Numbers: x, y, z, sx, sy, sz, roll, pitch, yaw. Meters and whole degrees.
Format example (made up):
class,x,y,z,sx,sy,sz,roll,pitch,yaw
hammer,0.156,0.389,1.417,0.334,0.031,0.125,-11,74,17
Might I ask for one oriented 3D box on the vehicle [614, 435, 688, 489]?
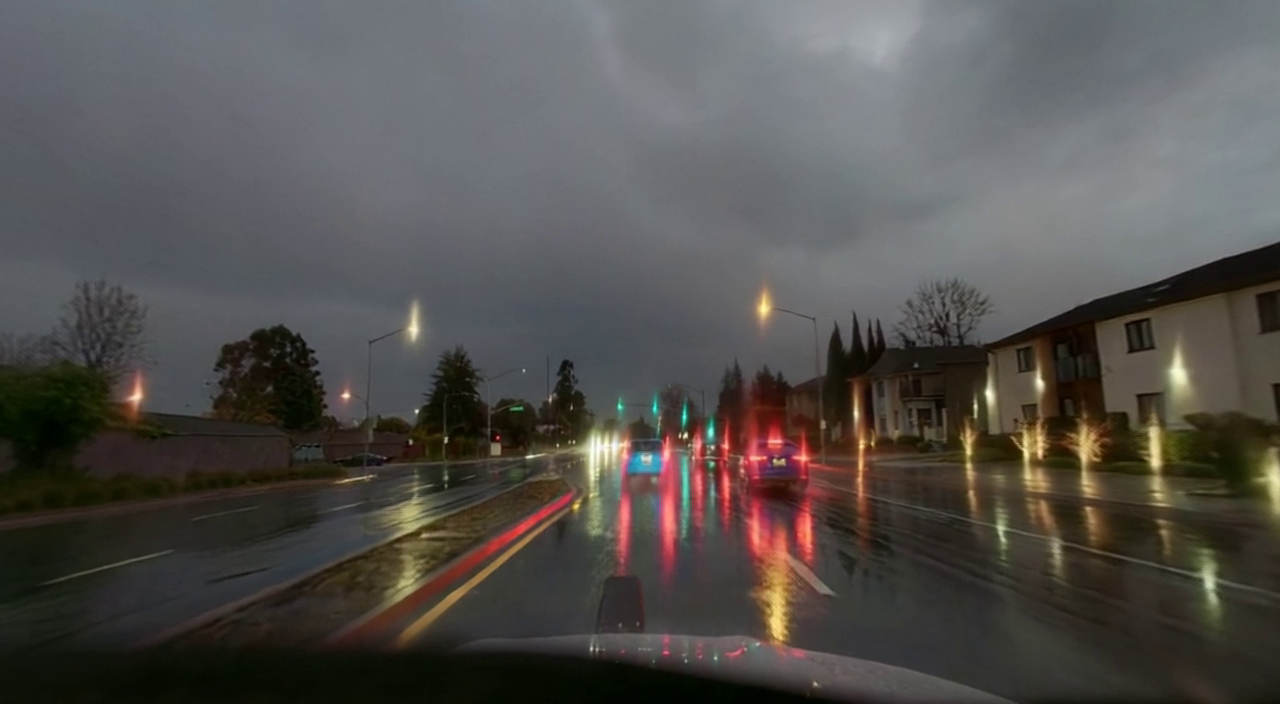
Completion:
class,x,y,z,sx,sy,sz,roll,pitch,yaw
vehicle,0.306,3.432,20.029,2.093,1.497,4.010,0,-9,0

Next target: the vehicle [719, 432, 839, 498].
class,x,y,z,sx,sy,sz,roll,pitch,yaw
vehicle,3.552,2.987,17.110,2.161,1.519,4.568,0,-9,-1
